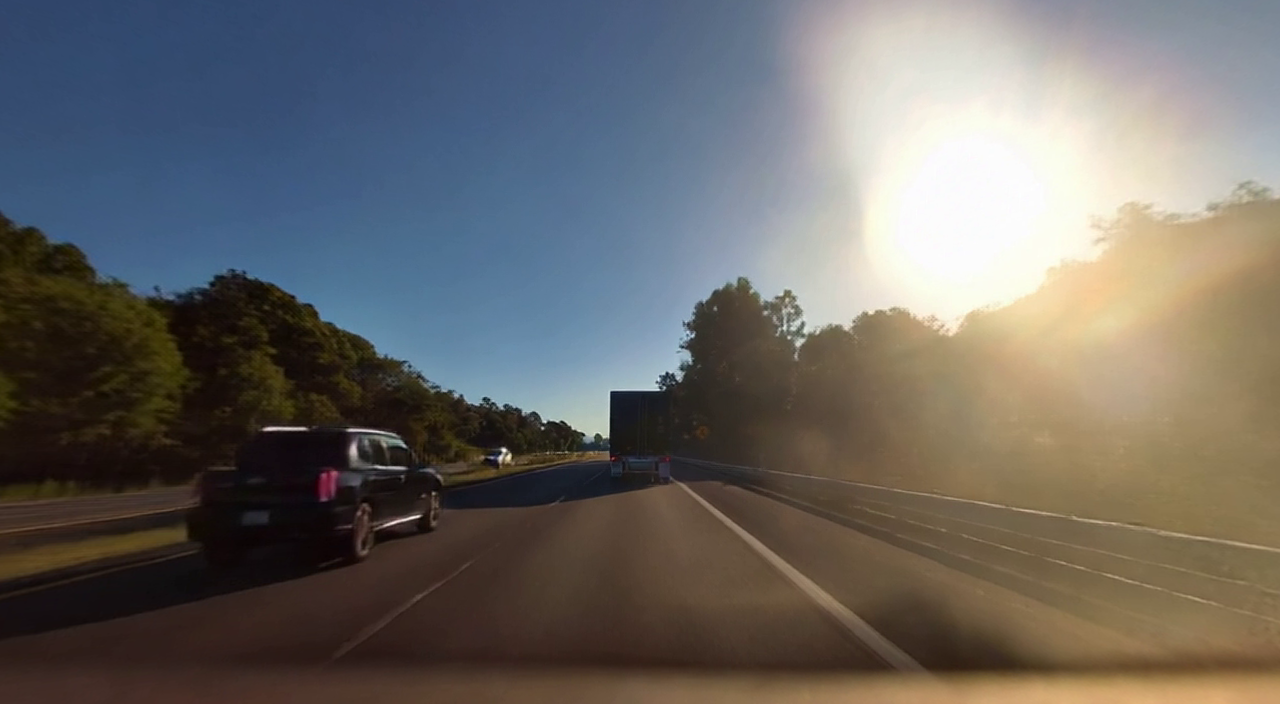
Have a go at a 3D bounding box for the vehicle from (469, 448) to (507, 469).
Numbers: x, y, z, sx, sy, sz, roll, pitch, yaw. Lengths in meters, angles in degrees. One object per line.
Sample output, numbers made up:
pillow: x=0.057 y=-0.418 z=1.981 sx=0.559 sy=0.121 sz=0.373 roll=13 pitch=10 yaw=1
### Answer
vehicle: x=-11.621 y=8.165 z=48.472 sx=2.002 sy=1.506 sz=4.416 roll=0 pitch=-9 yaw=-2

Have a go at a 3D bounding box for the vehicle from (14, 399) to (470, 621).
vehicle: x=-3.606 y=1.532 z=7.016 sx=2.160 sy=1.661 sz=4.388 roll=0 pitch=-9 yaw=0

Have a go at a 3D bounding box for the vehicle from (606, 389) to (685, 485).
vehicle: x=0.036 y=3.817 z=27.801 sx=2.913 sy=3.530 sz=8.648 roll=0 pitch=-9 yaw=-2
